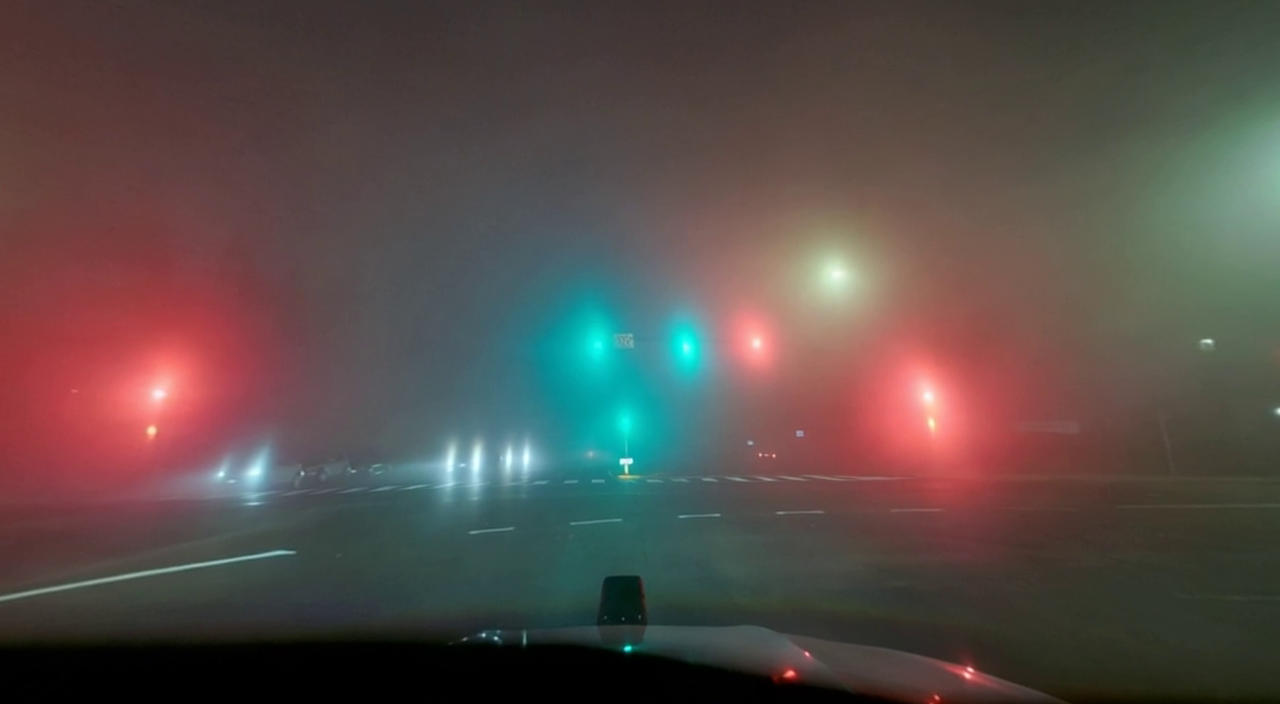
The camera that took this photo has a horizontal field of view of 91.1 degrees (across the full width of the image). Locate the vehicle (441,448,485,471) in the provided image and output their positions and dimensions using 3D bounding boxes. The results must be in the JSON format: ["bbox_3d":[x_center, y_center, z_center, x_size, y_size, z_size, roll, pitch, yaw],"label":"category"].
[{"bbox_3d":[-14.014,8.486,49.984,2.126,1.709,5.095,0,-9,-1],"label":"vehicle"}]

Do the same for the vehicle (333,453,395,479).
[{"bbox_3d":[-17.105,7.042,39.113,1.804,1.486,4.625,0,-9,-1],"label":"vehicle"}]

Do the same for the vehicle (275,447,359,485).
[{"bbox_3d":[-17.039,5.997,33.479,1.960,1.819,5.018,0,-9,-2],"label":"vehicle"}]

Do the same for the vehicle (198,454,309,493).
[{"bbox_3d":[-16.793,5.255,27.597,2.055,1.506,4.663,0,-9,-3],"label":"vehicle"}]

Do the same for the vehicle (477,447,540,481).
[{"bbox_3d":[-6.204,5.317,30.226,2.154,1.501,4.416,0,-9,-1],"label":"vehicle"}]
